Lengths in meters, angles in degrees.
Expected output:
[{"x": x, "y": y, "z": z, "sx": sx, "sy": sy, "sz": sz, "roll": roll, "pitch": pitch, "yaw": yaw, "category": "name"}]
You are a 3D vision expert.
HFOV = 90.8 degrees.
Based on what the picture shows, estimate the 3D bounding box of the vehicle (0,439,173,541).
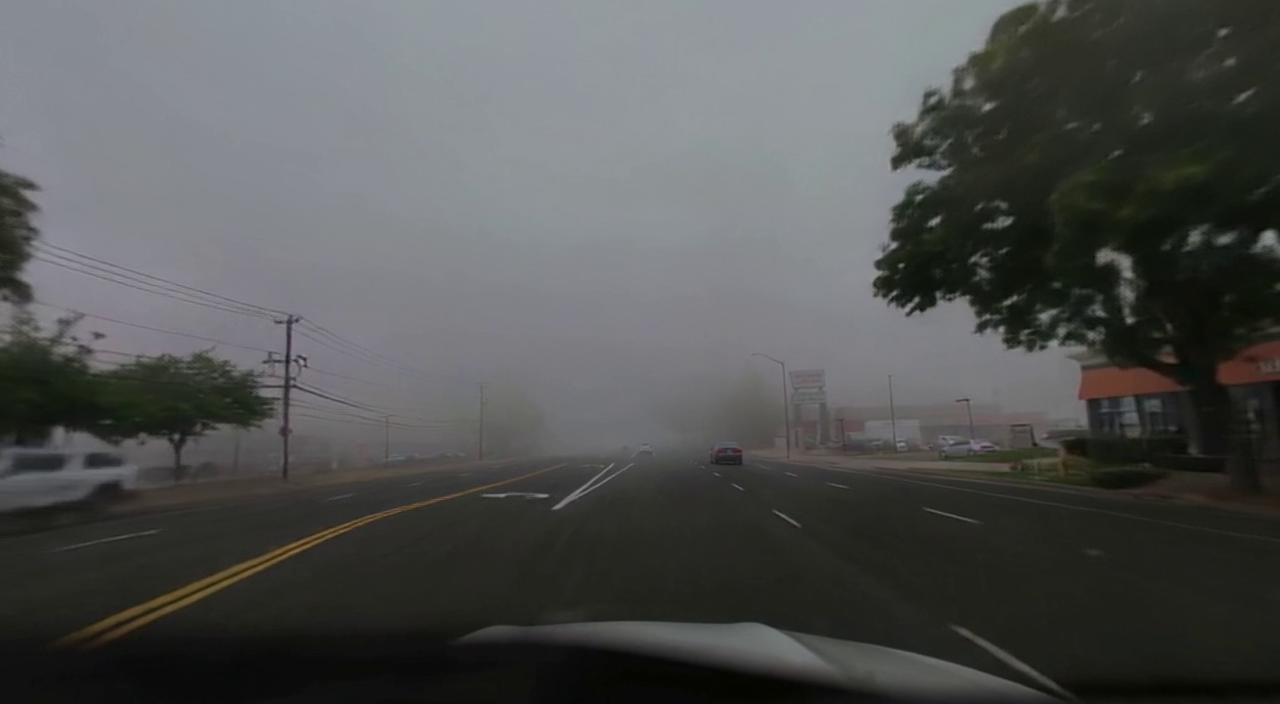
[{"x": -13.609, "y": 2.966, "z": 14.137, "sx": 2.225, "sy": 1.961, "sz": 5.380, "roll": 0, "pitch": -9, "yaw": -1, "category": "vehicle"}]

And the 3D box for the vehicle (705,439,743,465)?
[{"x": 5.481, "y": 6.580, "z": 41.729, "sx": 1.957, "sy": 1.643, "sz": 4.226, "roll": 0, "pitch": -9, "yaw": 1, "category": "vehicle"}]
